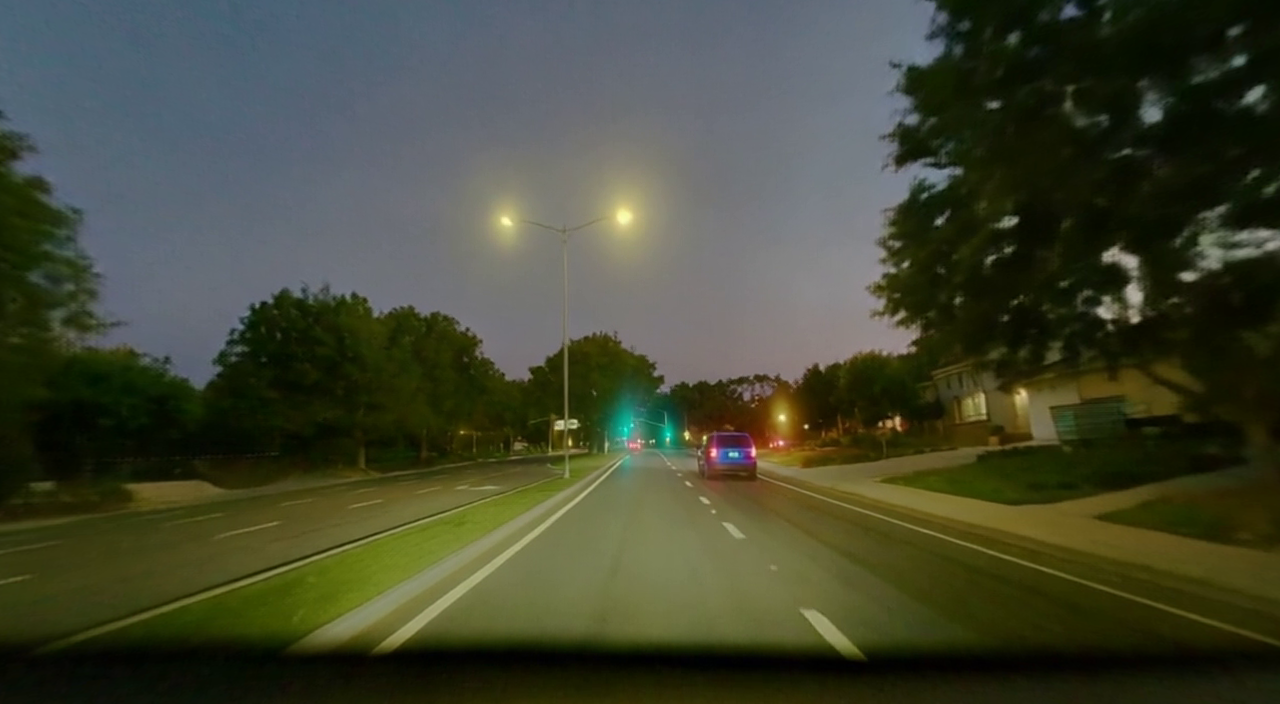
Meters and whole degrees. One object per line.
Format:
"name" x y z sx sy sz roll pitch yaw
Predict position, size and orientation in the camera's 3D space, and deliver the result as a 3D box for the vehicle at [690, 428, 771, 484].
"vehicle" 3.064 3.671 22.471 2.180 1.773 4.639 0 -8 0
